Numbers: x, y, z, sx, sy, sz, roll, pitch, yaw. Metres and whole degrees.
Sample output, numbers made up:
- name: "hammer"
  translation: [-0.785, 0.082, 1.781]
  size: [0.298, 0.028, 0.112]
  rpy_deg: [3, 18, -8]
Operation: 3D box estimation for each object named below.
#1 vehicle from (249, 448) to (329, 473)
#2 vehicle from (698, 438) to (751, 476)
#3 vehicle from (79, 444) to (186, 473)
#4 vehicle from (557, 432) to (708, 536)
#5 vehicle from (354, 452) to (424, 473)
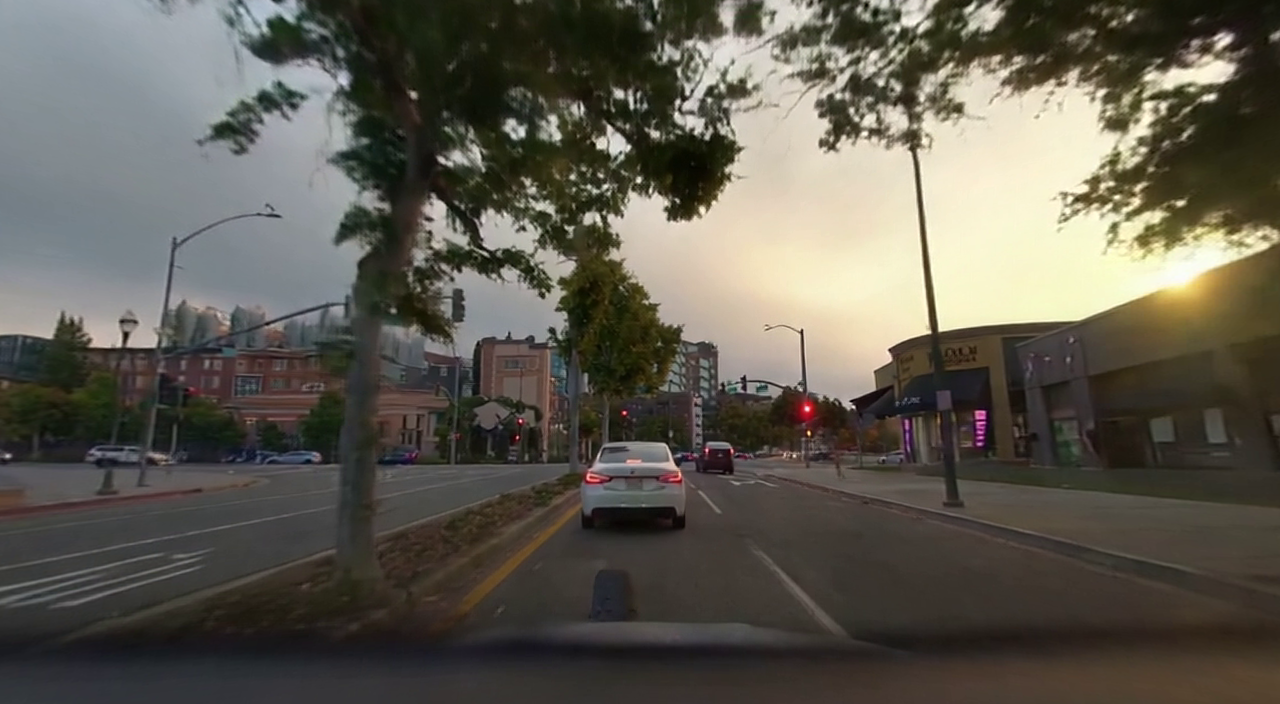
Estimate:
- name: "vehicle"
  translation: [-25.305, 7.814, 45.736]
  size: [4.575, 1.718, 2.008]
  rpy_deg: [2, -9, -11]
- name: "vehicle"
  translation: [4.362, 5.523, 33.467]
  size: [2.092, 1.851, 4.913]
  rpy_deg: [0, -9, 0]
- name: "vehicle"
  translation: [-32.439, 6.806, 40.537]
  size: [4.877, 1.754, 1.978]
  rpy_deg: [2, -9, -11]
- name: "vehicle"
  translation: [-0.072, 2.230, 11.310]
  size: [2.173, 1.479, 4.264]
  rpy_deg: [0, -9, 1]
- name: "vehicle"
  translation: [-18.689, 8.216, 47.211]
  size: [4.548, 1.449, 1.802]
  rpy_deg: [2, -9, -12]
